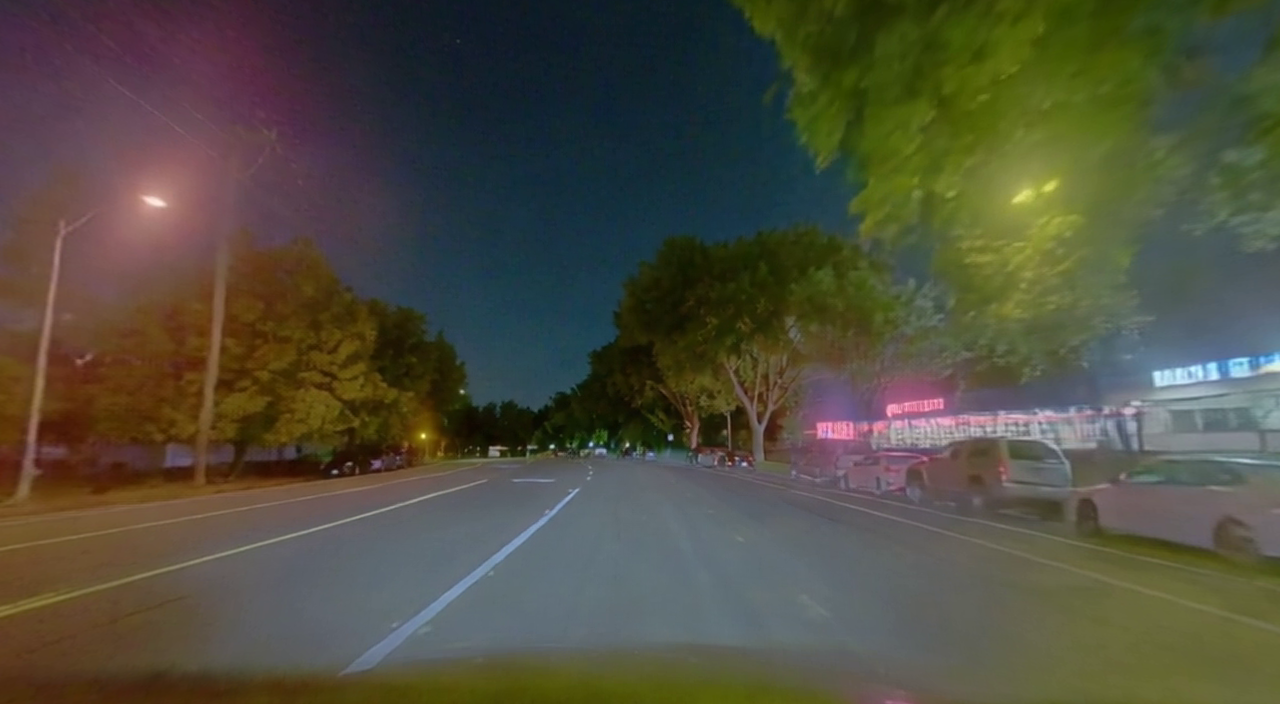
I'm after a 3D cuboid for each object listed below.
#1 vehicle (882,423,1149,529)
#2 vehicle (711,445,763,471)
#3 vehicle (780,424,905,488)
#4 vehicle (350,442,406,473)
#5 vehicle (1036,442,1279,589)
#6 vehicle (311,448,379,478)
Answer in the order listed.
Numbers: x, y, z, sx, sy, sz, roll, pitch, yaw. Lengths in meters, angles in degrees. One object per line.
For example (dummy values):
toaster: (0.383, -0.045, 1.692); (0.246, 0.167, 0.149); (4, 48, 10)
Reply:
vehicle: (7.498, 2.531, 13.520); (2.425, 1.818, 5.028); (0, -9, -3)
vehicle: (5.926, 6.530, 39.152); (1.872, 1.515, 4.799); (1, -9, -8)
vehicle: (7.370, 3.901, 23.951); (2.543, 2.114, 5.984); (0, -9, -2)
vehicle: (-16.042, 6.475, 38.925); (1.927, 1.748, 4.474); (1, -9, -7)
vehicle: (7.424, 1.855, 7.709); (1.870, 1.469, 5.136); (0, -9, 0)
vehicle: (-15.643, 5.868, 33.781); (2.027, 1.470, 4.550); (1, -9, -8)
